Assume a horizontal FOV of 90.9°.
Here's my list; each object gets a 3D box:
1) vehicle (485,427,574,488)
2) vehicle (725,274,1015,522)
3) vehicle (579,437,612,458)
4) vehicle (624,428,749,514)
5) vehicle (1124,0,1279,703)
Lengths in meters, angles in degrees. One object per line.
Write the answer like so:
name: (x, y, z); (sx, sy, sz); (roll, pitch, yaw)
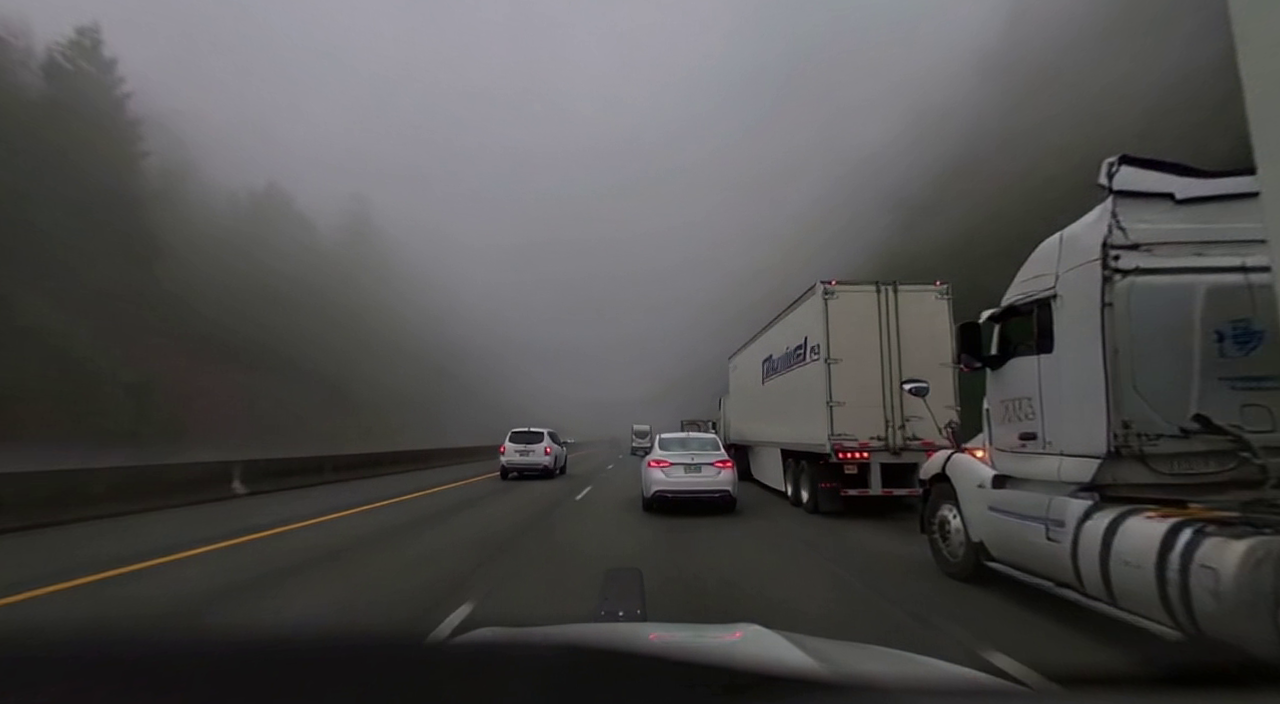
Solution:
vehicle: (-3.401, 3.316, 20.325); (2.006, 1.729, 4.447); (0, -8, 1)
vehicle: (4.693, 1.670, 17.542); (2.883, 4.070, 14.423); (0, -8, 1)
vehicle: (-3.439, 7.533, 49.836); (2.181, 1.538, 4.169); (0, -8, 1)
vehicle: (0.809, 2.395, 13.285); (2.200, 1.495, 4.282); (0, -8, 0)
vehicle: (4.499, -0.565, 0.659); (2.981, 3.988, 6.053); (0, -8, 0)
